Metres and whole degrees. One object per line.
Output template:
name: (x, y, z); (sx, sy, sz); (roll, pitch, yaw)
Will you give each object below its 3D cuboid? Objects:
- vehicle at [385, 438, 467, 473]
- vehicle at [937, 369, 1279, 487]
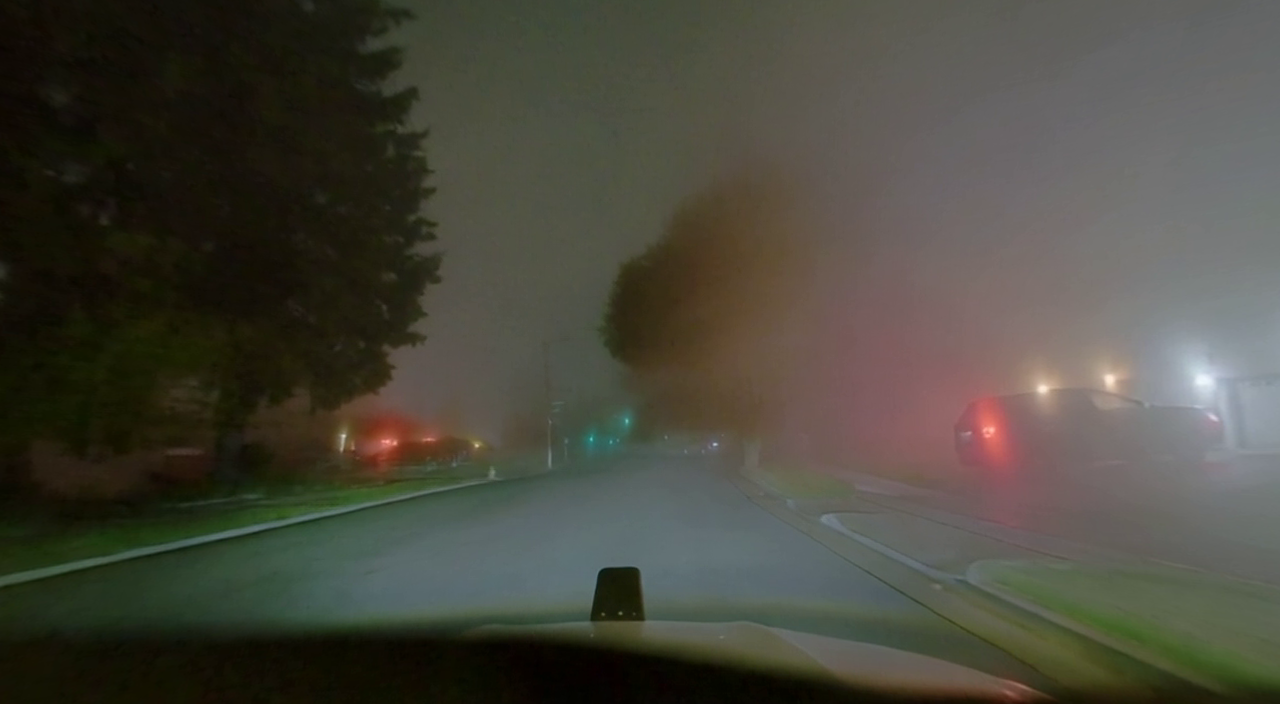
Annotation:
vehicle: (-12.799, 6.195, 38.117); (2.315, 1.835, 5.045); (-5, -9, 13)
vehicle: (10.071, 1.653, 13.523); (6.053, 2.240, 2.582); (-1, -8, 2)
